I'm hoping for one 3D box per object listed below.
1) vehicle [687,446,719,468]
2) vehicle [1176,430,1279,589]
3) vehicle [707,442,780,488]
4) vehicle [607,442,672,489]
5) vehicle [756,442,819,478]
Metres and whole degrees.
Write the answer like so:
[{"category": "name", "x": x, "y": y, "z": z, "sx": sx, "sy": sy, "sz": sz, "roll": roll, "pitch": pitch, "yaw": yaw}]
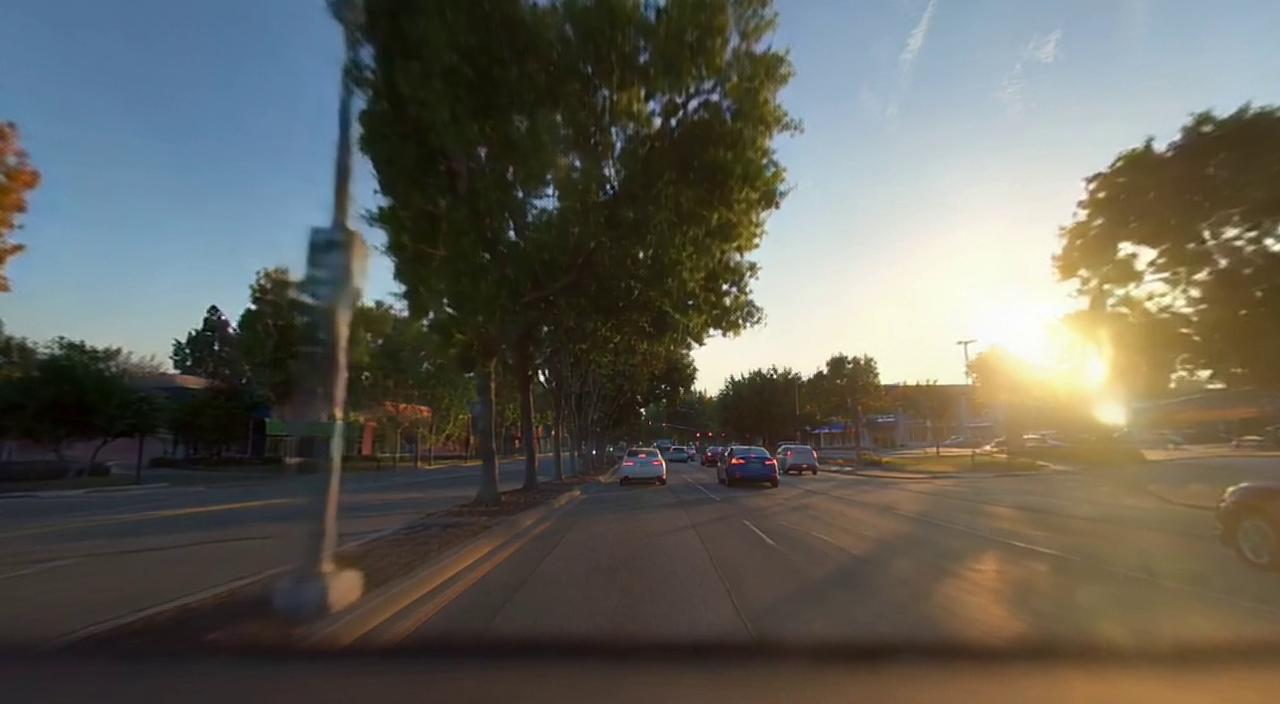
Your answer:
[{"category": "vehicle", "x": 4.410, "y": 7.459, "z": 44.903, "sx": 1.862, "sy": 1.457, "sz": 4.204, "roll": 0, "pitch": -8, "yaw": 0}, {"category": "vehicle", "x": 7.114, "y": 1.356, "z": 4.984, "sx": 1.892, "sy": 1.515, "sz": 4.400, "roll": 0, "pitch": -8, "yaw": 1}, {"category": "vehicle", "x": 3.727, "y": 4.139, "z": 23.504, "sx": 1.988, "sy": 1.528, "sz": 4.144, "roll": 0, "pitch": -8, "yaw": 0}, {"category": "vehicle", "x": -0.009, "y": 3.951, "z": 22.260, "sx": 2.096, "sy": 1.473, "sz": 3.893, "roll": 0, "pitch": -8, "yaw": 0}, {"category": "vehicle", "x": 7.374, "y": 5.408, "z": 31.922, "sx": 2.044, "sy": 1.701, "sz": 4.397, "roll": 0, "pitch": -8, "yaw": -1}]
